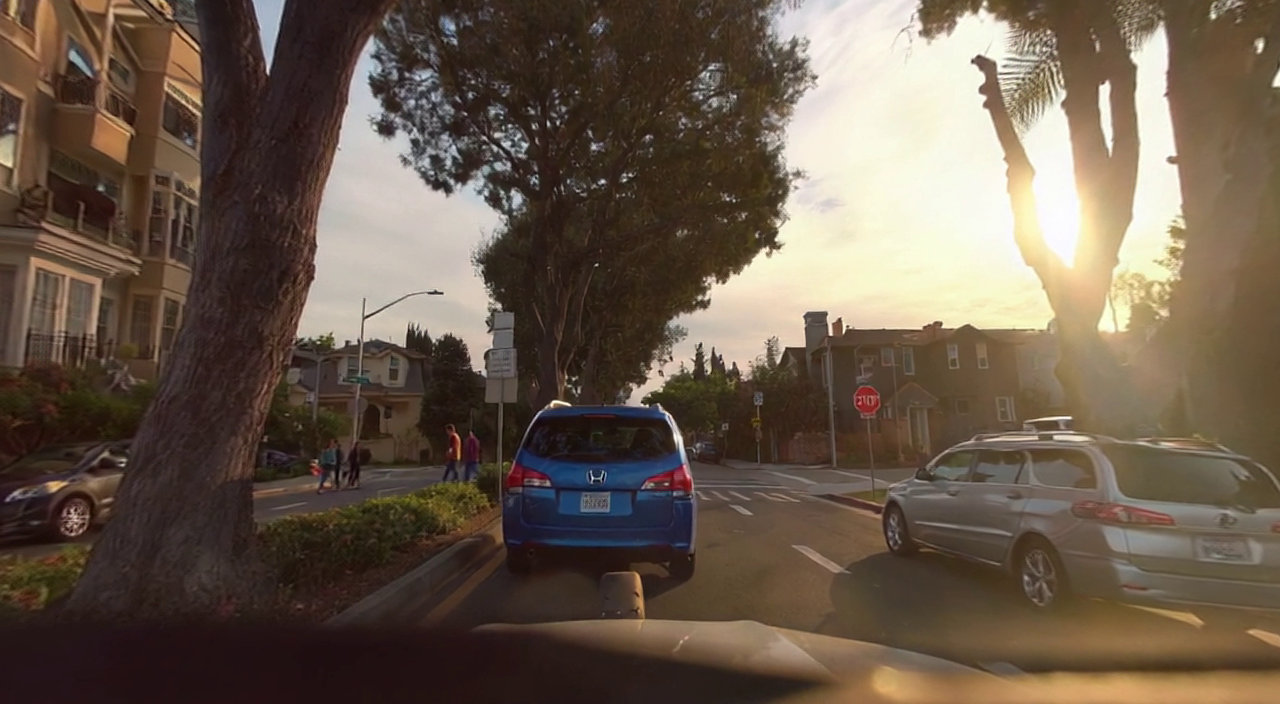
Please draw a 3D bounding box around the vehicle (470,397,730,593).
[{"bbox_3d":[-0.386,1.657,8.180,2.377,1.787,4.652,0,-8,-1],"label":"vehicle"}]

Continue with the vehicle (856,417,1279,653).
[{"bbox_3d":[4.223,1.684,6.874,1.959,1.581,4.731,4,-9,-2],"label":"vehicle"}]

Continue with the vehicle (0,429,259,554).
[{"bbox_3d":[-8.288,2.029,10.016,1.825,1.532,4.083,-3,-7,2],"label":"vehicle"}]

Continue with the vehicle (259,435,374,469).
[{"bbox_3d":[-15.219,4.723,29.808,4.387,1.495,1.811,1,-8,-3],"label":"vehicle"}]
